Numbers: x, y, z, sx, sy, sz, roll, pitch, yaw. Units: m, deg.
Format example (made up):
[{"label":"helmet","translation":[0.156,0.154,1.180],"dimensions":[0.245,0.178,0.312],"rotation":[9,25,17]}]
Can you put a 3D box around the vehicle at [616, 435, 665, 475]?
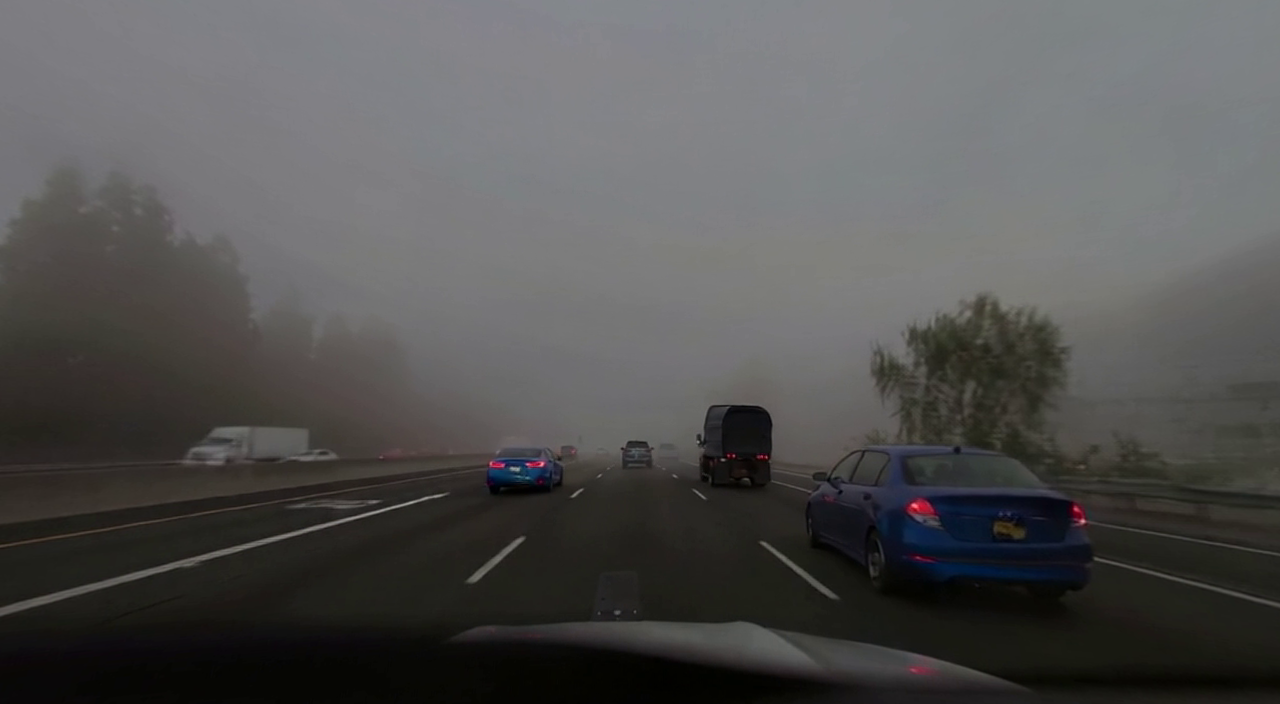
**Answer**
[{"label":"vehicle","translation":[0.009,5.061,31.156],"dimensions":[2.203,1.805,4.358],"rotation":[0,-9,0]}]

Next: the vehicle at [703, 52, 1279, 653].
[{"label":"vehicle","translation":[3.452,1.012,11.727],"dimensions":[2.876,4.086,15.117],"rotation":[0,-9,-1]}]

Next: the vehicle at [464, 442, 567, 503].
[{"label":"vehicle","translation":[-3.177,3.162,17.051],"dimensions":[1.864,1.406,4.544],"rotation":[0,-9,0]}]
